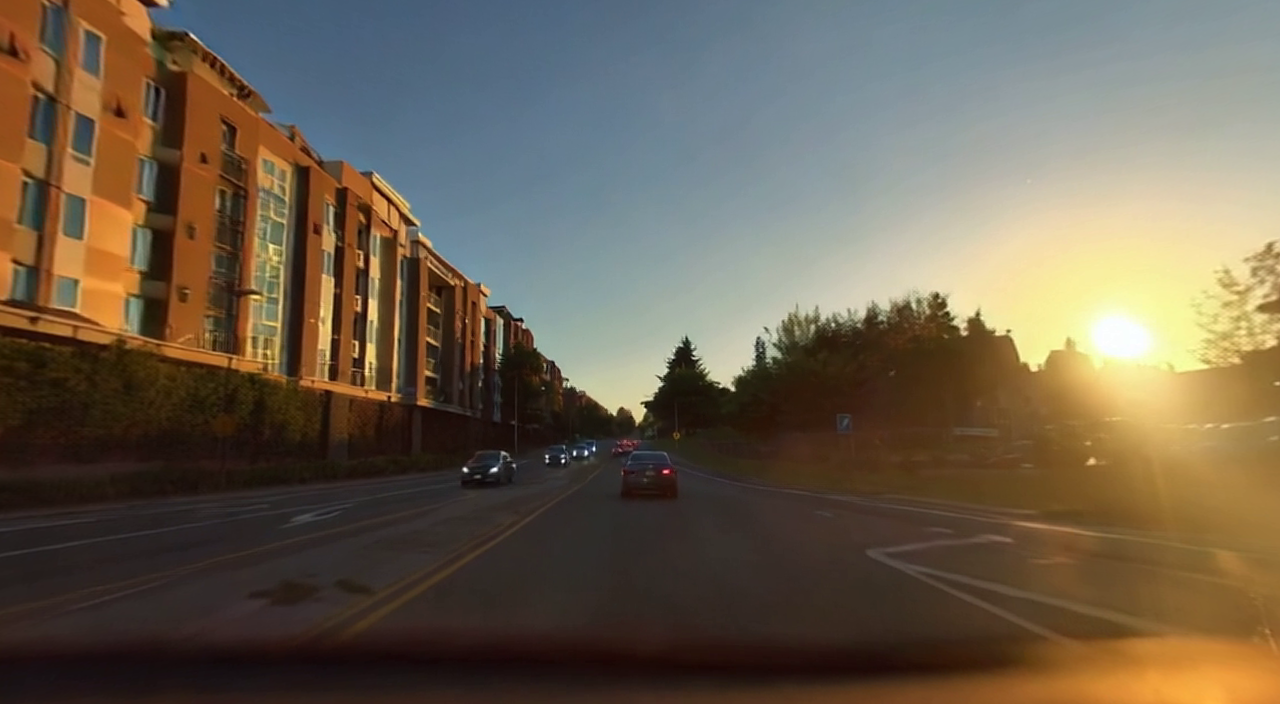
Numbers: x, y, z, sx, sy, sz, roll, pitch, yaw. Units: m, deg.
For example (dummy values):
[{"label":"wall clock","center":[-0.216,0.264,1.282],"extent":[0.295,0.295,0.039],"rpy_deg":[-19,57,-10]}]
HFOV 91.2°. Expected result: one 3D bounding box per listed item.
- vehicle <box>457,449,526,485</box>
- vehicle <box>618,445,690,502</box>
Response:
[{"label":"vehicle","center":[-6.814,5.301,29.206],"extent":[2.018,1.498,4.168],"rpy_deg":[-1,-8,3]},{"label":"vehicle","center":[0.334,3.654,19.304],"extent":[2.014,1.525,3.670],"rpy_deg":[0,-8,-2]}]
